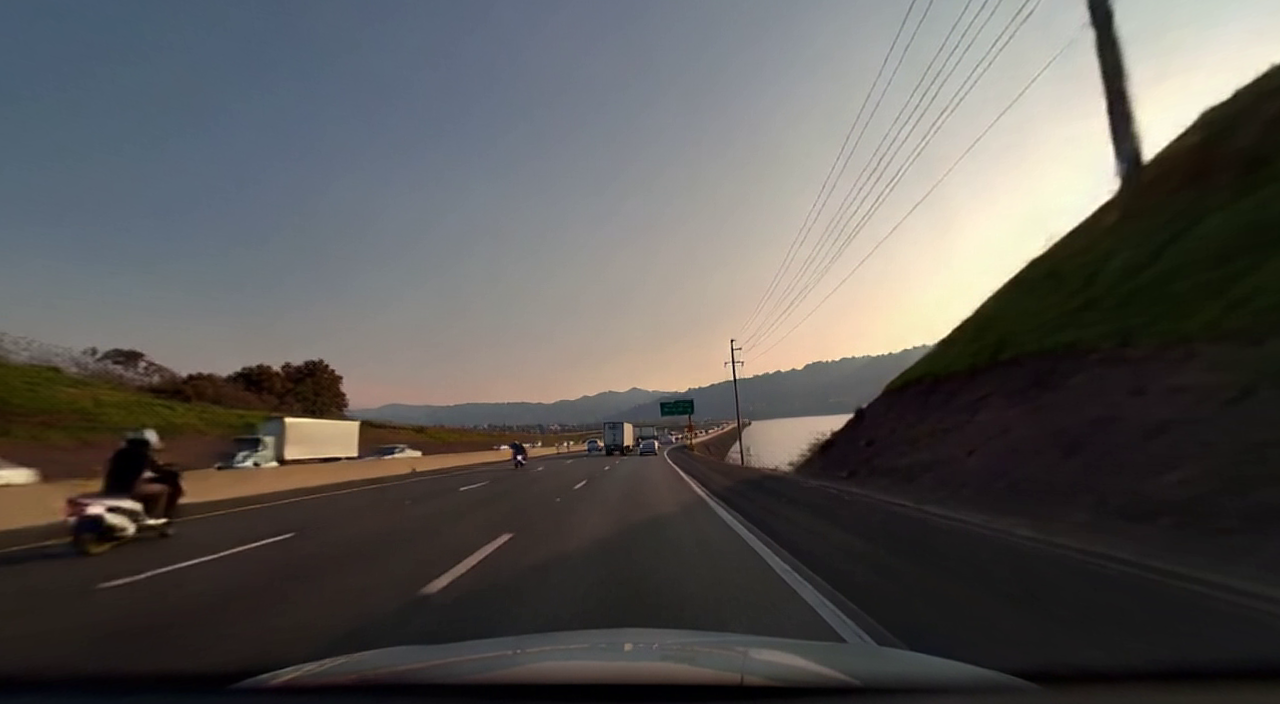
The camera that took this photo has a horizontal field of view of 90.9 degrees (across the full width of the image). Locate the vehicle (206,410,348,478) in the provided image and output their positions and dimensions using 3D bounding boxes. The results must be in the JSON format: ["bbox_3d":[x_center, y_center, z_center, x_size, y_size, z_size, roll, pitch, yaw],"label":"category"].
[{"bbox_3d":[-24.356,6.325,43.460,2.961,4.007,11.214,0,-8,1],"label":"vehicle"}]

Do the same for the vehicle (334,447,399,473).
[{"bbox_3d":[-16.705,6.620,38.754,1.897,1.459,4.402,0,-8,1],"label":"vehicle"}]
